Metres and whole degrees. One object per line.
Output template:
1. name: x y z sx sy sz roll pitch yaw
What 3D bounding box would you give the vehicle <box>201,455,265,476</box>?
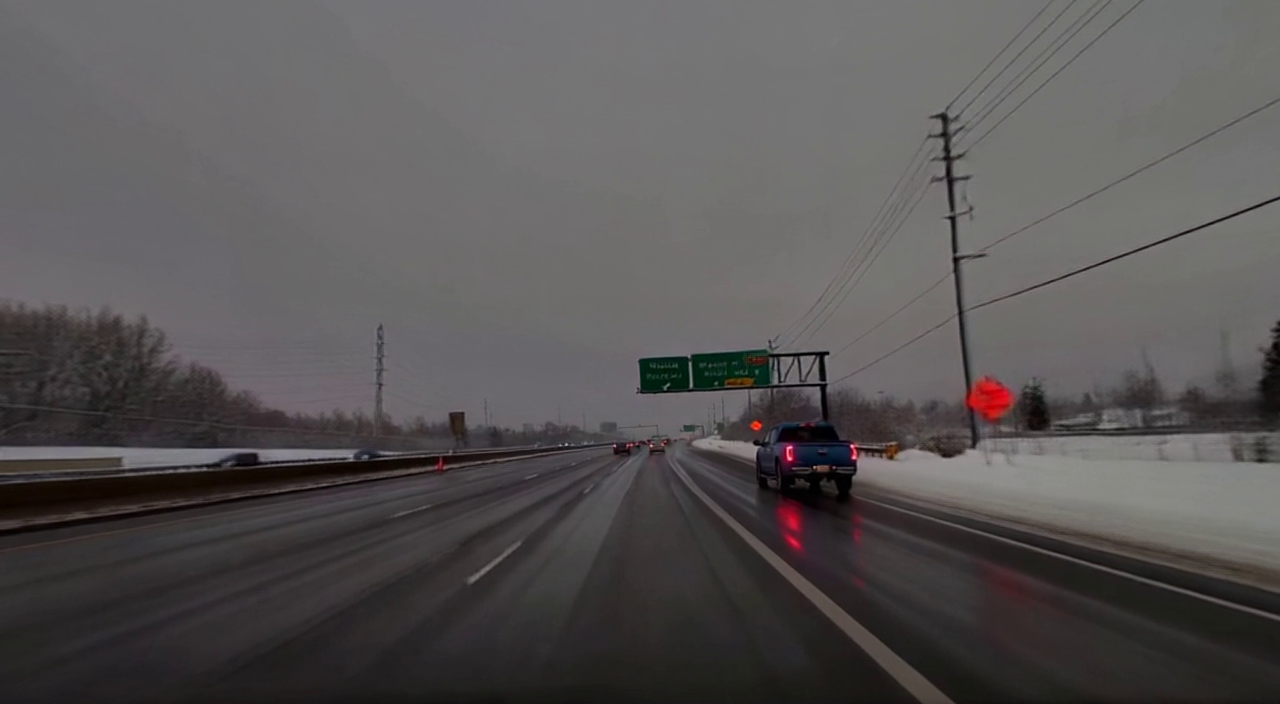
1. vehicle: -31.807 8.868 49.422 1.810 1.430 4.687 0 -8 1

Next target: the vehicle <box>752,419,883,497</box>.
1. vehicle: 4.685 2.901 17.679 2.186 1.840 5.289 0 -8 1
